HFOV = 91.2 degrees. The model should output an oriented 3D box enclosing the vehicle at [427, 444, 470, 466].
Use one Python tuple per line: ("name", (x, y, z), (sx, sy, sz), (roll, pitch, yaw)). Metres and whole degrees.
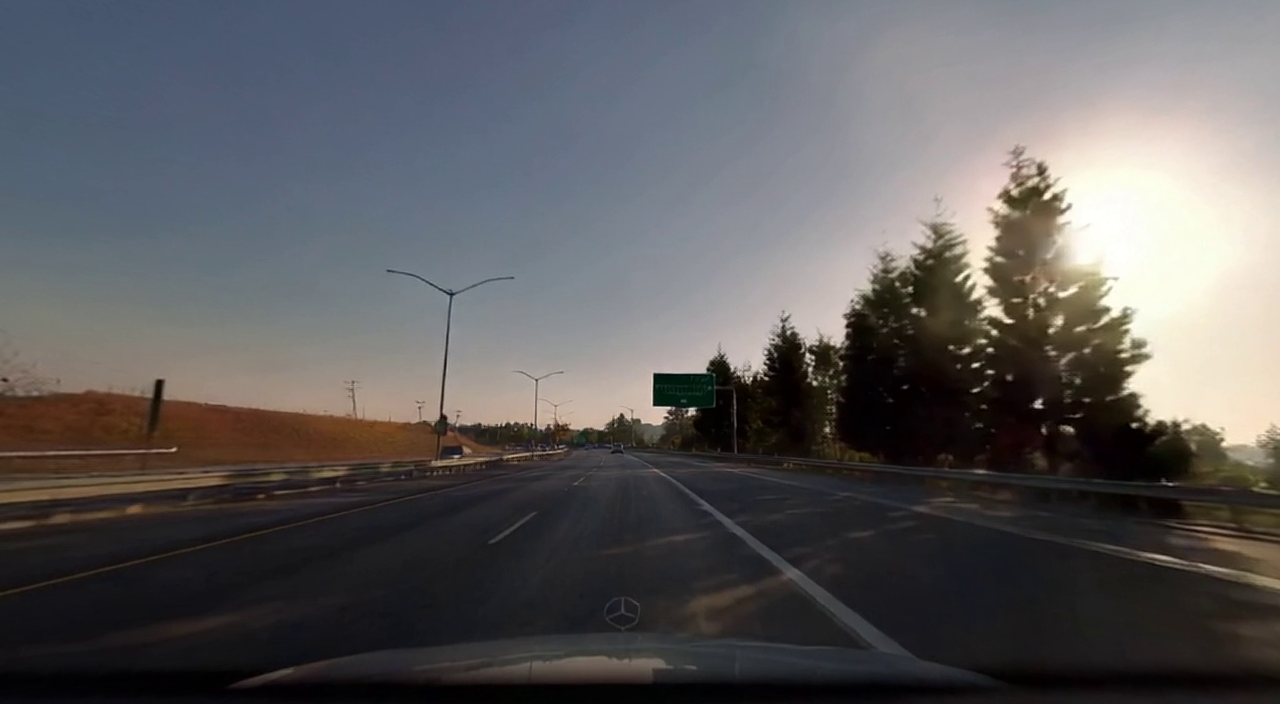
("vehicle", (-14.304, 7.706, 47.094), (1.902, 1.563, 4.492), (0, -9, -1))
